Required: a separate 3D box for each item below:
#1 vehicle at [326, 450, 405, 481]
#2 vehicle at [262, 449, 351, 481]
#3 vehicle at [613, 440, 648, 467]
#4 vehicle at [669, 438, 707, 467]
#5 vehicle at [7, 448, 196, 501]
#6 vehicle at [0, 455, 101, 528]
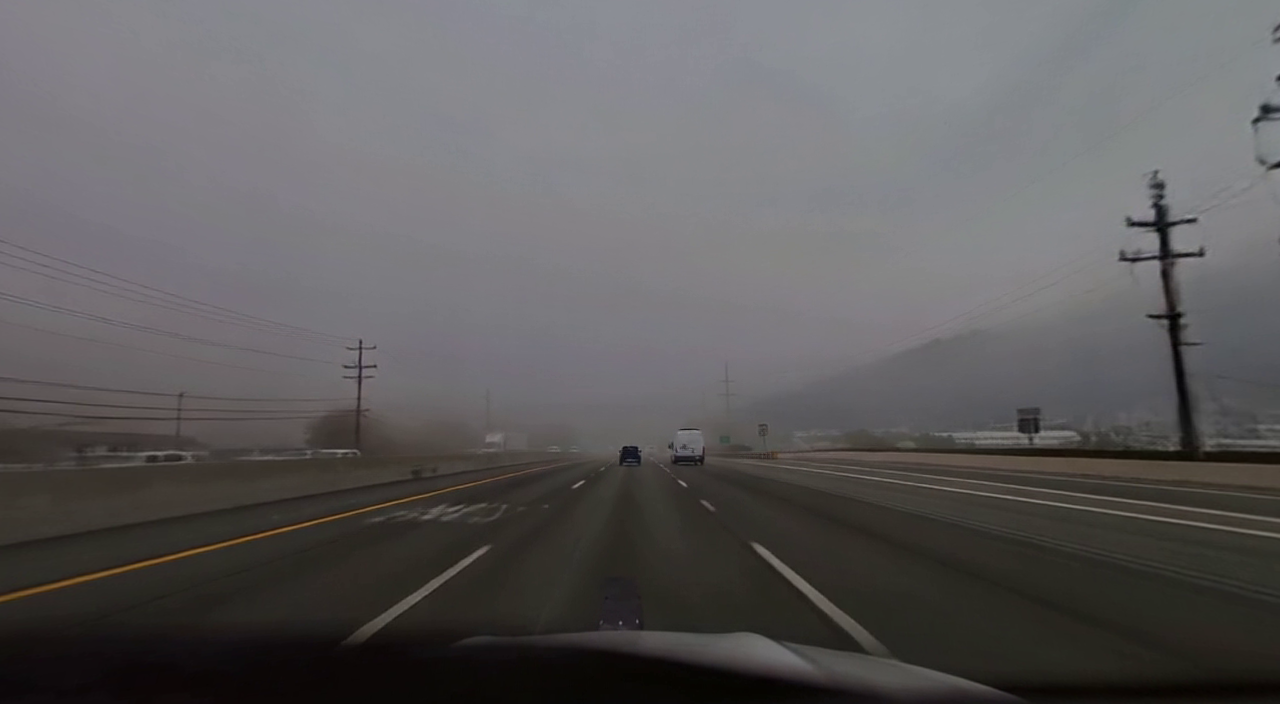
[{"bbox_3d":[-14.006,5.806,32.603,2.039,1.493,4.548,0,-9,0],"label":"vehicle"},{"bbox_3d":[-17.626,5.963,33.685,2.189,1.592,4.632,0,-9,0],"label":"vehicle"},{"bbox_3d":[-0.668,6.966,43.432,2.325,1.712,4.592,0,-9,-1],"label":"vehicle"},{"bbox_3d":[3.164,6.787,42.742,2.036,1.796,4.470,0,-9,-2],"label":"vehicle"},{"bbox_3d":[-21.539,4.885,25.828,2.345,1.875,6.106,0,-9,0],"label":"vehicle"},{"bbox_3d":[-13.965,2.869,12.955,1.894,1.454,4.454,0,-9,0],"label":"vehicle"}]
